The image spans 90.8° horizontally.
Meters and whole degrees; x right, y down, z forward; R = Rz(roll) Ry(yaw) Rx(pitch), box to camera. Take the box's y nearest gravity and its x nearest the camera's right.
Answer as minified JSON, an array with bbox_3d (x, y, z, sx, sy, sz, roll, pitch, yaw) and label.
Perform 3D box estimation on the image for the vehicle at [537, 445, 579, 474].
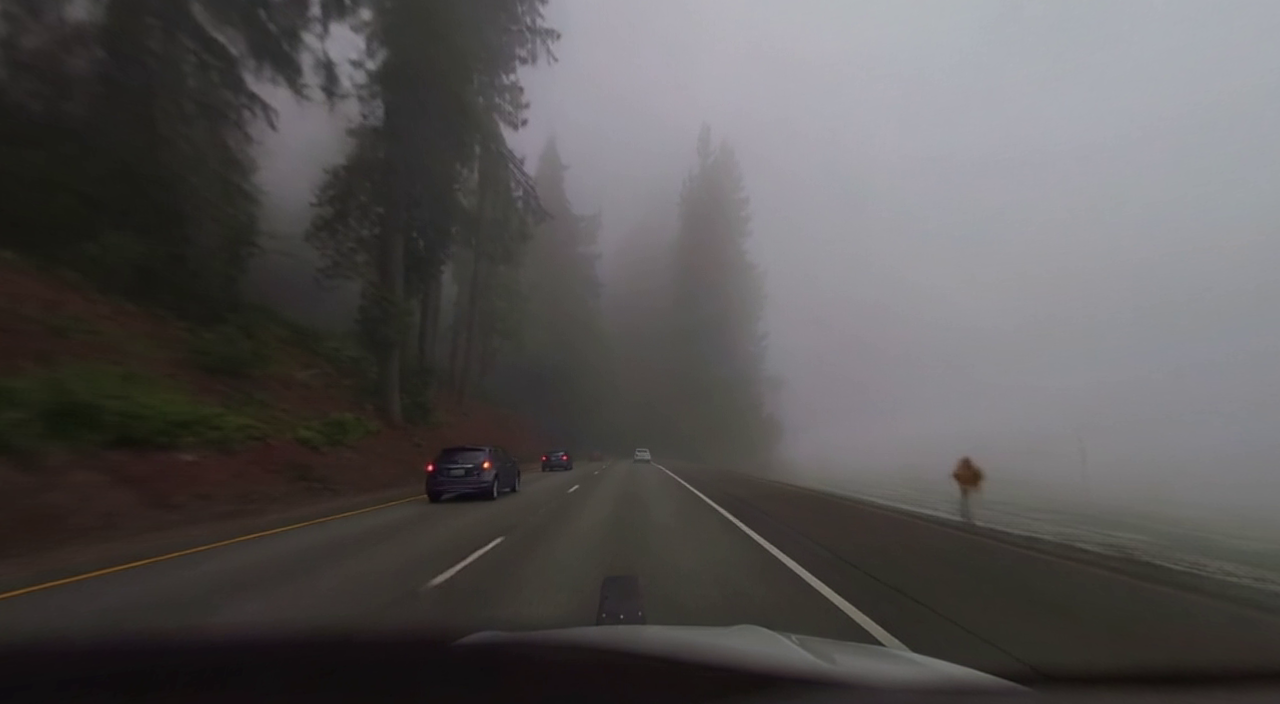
[{"bbox_3d":[-4.599,6.099,35.996,1.838,1.508,4.317,0,-8,0],"label":"vehicle"}]

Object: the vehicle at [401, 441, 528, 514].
[{"bbox_3d":[-3.965,2.881,14.986,1.897,1.481,3.859,0,-8,0],"label":"vehicle"}]
